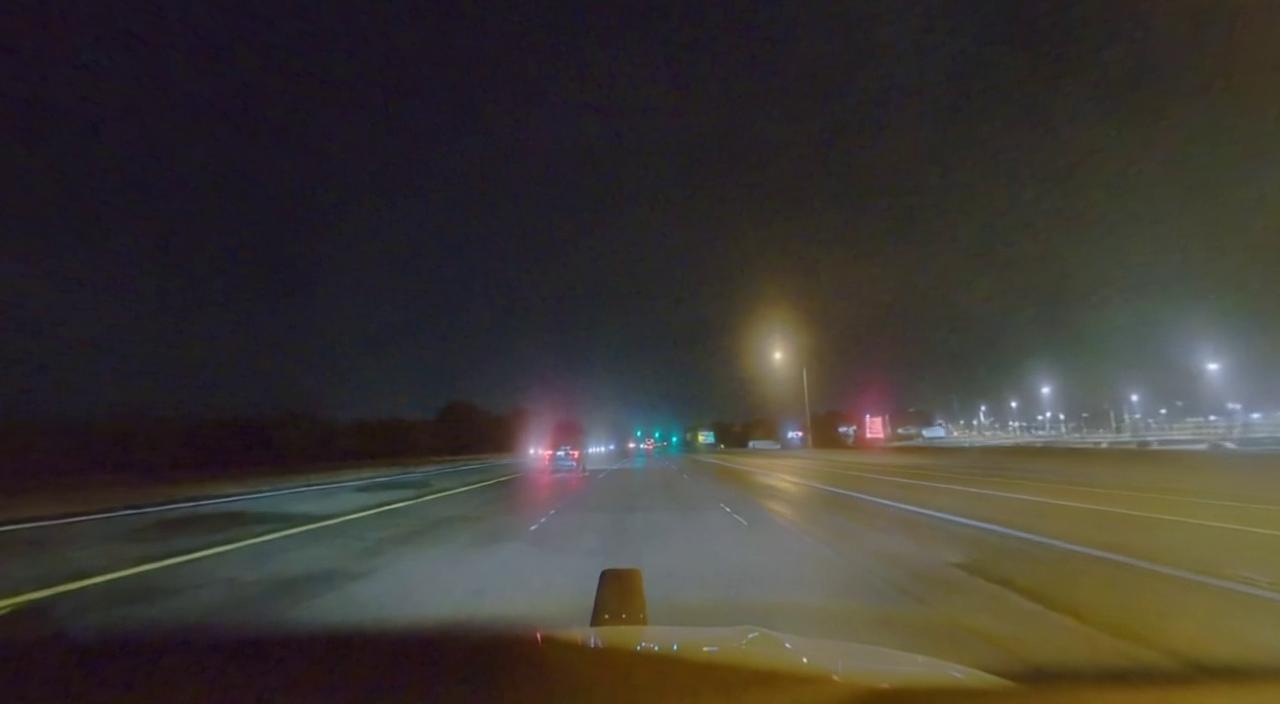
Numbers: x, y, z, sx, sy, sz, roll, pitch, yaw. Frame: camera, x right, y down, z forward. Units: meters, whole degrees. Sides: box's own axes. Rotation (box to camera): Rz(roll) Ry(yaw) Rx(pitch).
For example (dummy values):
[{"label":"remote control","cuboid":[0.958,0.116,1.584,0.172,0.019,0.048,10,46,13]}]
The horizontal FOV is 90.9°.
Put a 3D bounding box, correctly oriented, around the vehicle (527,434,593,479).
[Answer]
[{"label":"vehicle","cuboid":[-3.189,4.274,26.054,2.072,1.706,4.359,0,-8,1]}]
